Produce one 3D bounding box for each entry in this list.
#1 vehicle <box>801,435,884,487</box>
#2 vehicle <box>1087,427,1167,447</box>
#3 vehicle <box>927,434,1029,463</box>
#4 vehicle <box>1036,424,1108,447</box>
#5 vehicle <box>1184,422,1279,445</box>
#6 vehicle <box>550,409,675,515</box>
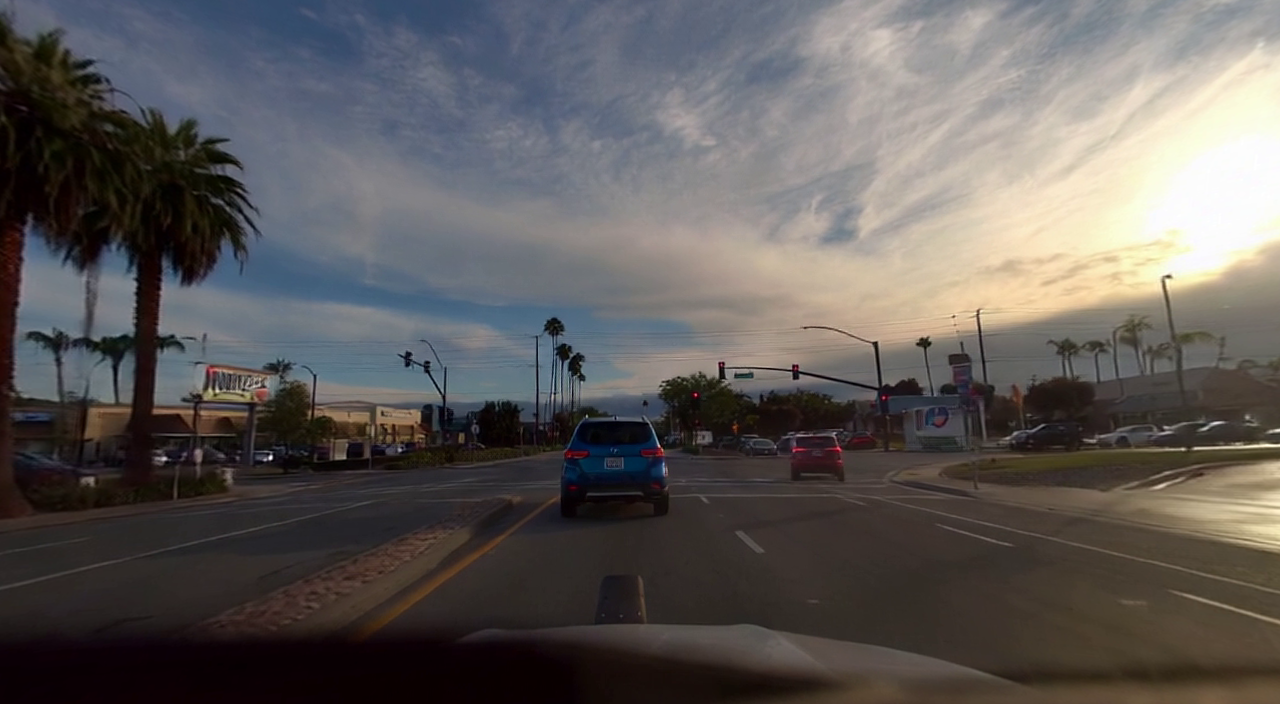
[{"bbox_3d":[6.856,3.713,21.890,2.086,1.560,4.542,-1,-9,9],"label":"vehicle"},{"bbox_3d":[36.728,6.448,47.772,4.551,1.471,1.800,-5,-10,32],"label":"vehicle"},{"bbox_3d":[18.294,5.217,34.225,4.745,1.474,1.923,2,-9,-14],"label":"vehicle"},{"bbox_3d":[31.966,6.222,46.883,4.167,1.655,1.841,-5,-10,31],"label":"vehicle"},{"bbox_3d":[39.300,5.441,41.935,4.527,1.458,1.778,-6,-10,34],"label":"vehicle"},{"bbox_3d":[-0.528,2.360,13.931,2.263,1.932,4.709,0,-9,-1],"label":"vehicle"}]
